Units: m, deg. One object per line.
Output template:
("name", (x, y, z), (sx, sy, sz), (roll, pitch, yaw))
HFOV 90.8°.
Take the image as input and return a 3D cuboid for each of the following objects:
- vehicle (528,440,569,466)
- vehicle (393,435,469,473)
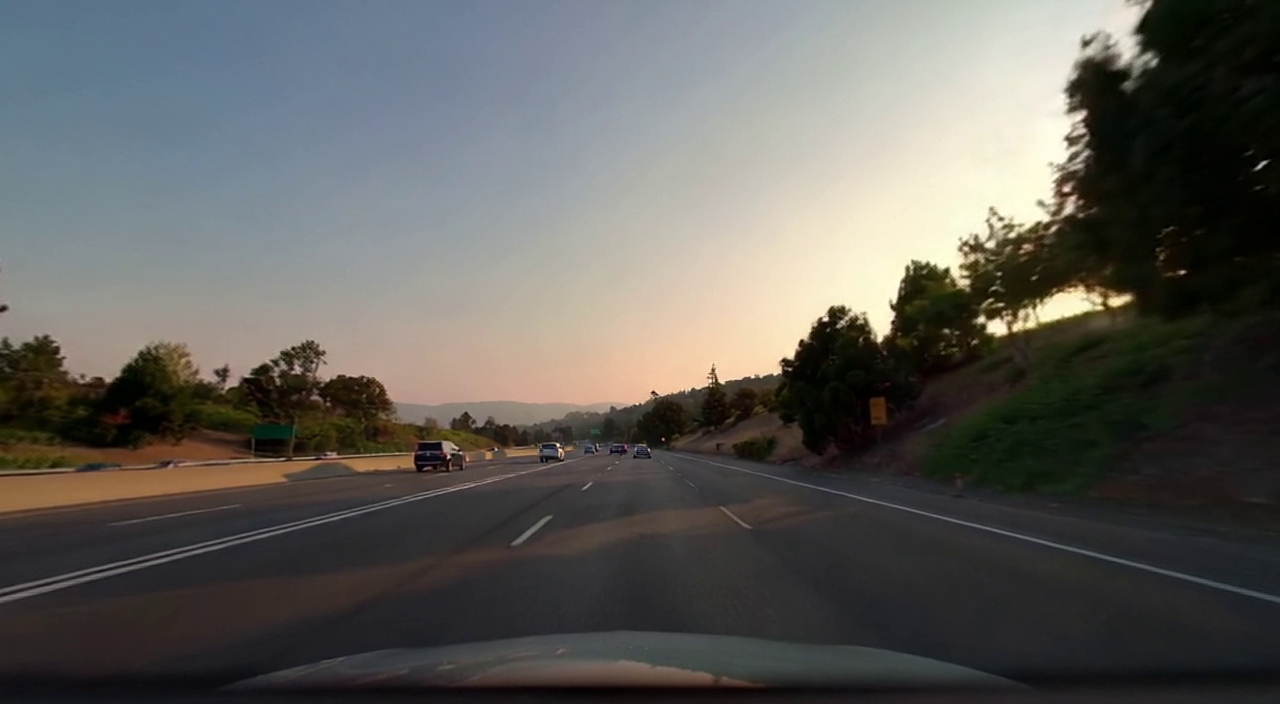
("vehicle", (-6.245, 6.955, 43.519), (2.080, 1.694, 4.279), (0, -9, 2))
("vehicle", (-10.526, 5.165, 32.249), (2.195, 1.795, 4.659), (0, -9, 1))
